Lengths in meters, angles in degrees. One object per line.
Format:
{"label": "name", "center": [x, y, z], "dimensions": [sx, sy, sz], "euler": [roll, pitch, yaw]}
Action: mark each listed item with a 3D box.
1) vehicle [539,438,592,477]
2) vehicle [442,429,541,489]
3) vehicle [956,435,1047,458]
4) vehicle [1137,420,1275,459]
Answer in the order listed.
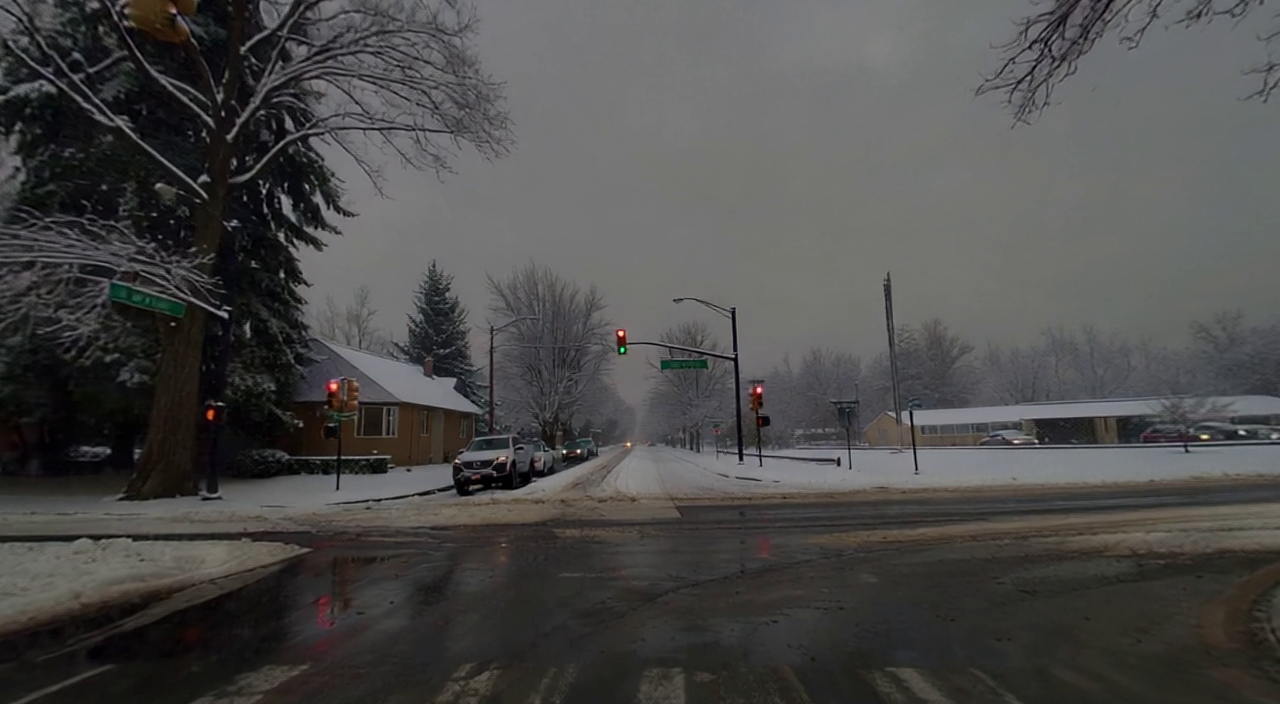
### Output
{"label": "vehicle", "center": [-3.655, 5.283, 31.913], "dimensions": [2.120, 1.783, 4.788], "euler": [0, -9, 0]}
{"label": "vehicle", "center": [-6.512, 4.827, 28.933], "dimensions": [2.896, 2.339, 7.322], "euler": [0, -9, -1]}
{"label": "vehicle", "center": [25.003, 6.548, 43.839], "dimensions": [5.172, 1.515, 1.851], "euler": [0, -9, -2]}
{"label": "vehicle", "center": [33.270, 5.165, 37.249], "dimensions": [5.969, 2.149, 2.331], "euler": [0, -9, -3]}
